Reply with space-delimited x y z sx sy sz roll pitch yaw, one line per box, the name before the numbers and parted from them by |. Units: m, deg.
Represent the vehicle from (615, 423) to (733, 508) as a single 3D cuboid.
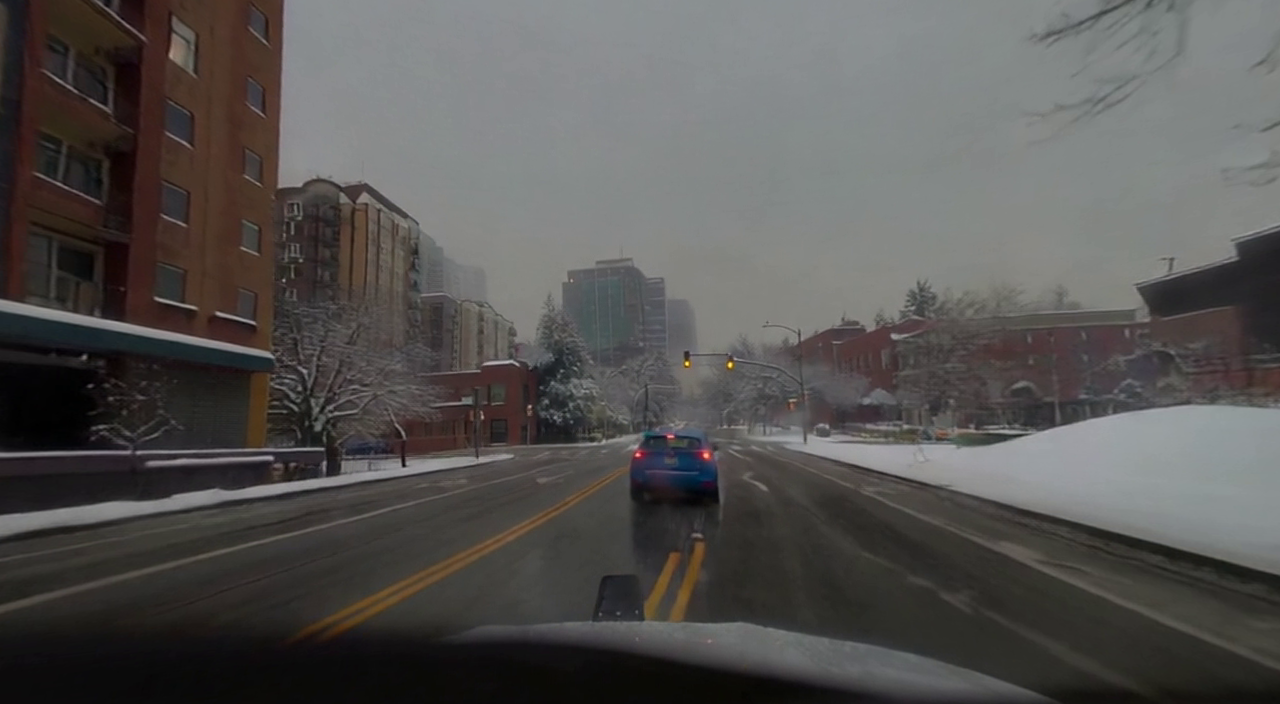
vehicle | 0.658 2.172 12.610 1.950 1.401 4.159 0 -8 3
